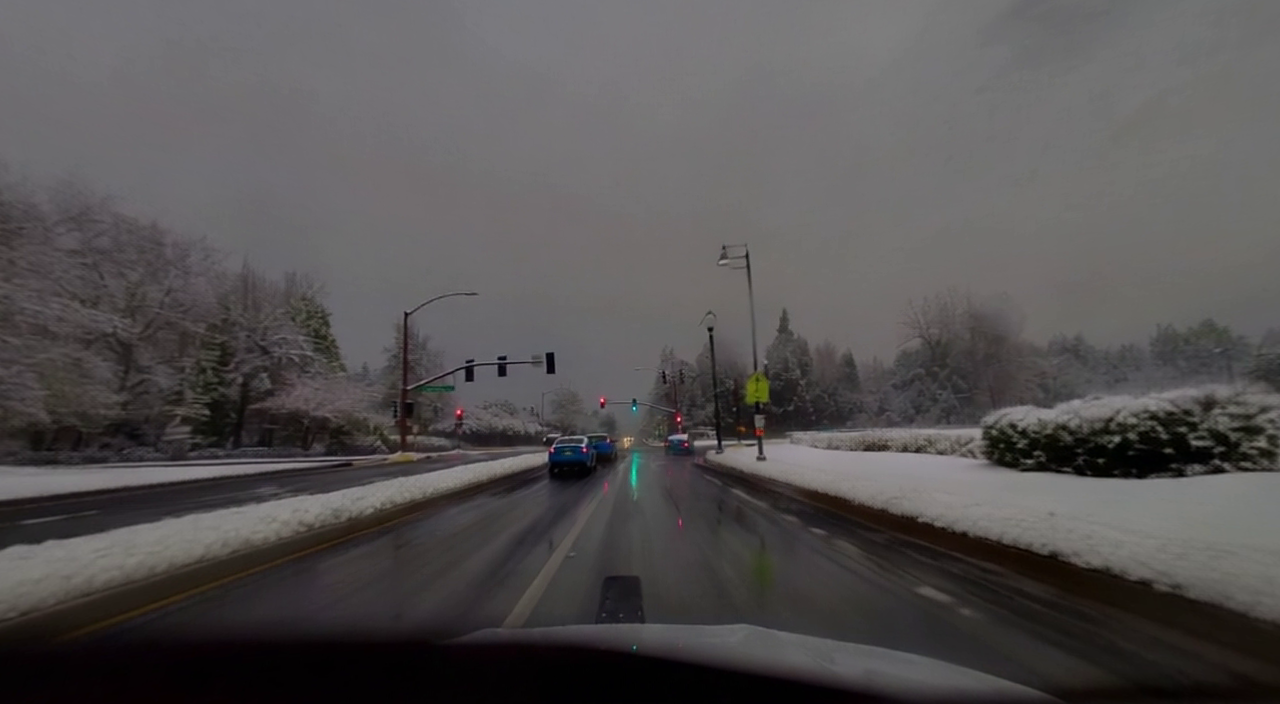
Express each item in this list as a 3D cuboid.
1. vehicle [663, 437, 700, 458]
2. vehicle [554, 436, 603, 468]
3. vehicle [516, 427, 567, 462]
[{"bbox_3d":[2.999,6.781,44.778,1.945,1.410,4.284,-2,-9,12],"label":"vehicle"},{"bbox_3d":[-2.996,5.004,31.743,1.979,1.492,3.930,0,-9,1],"label":"vehicle"},{"bbox_3d":[-6.111,5.866,39.919,2.390,2.020,5.085,0,-9,0],"label":"vehicle"}]
